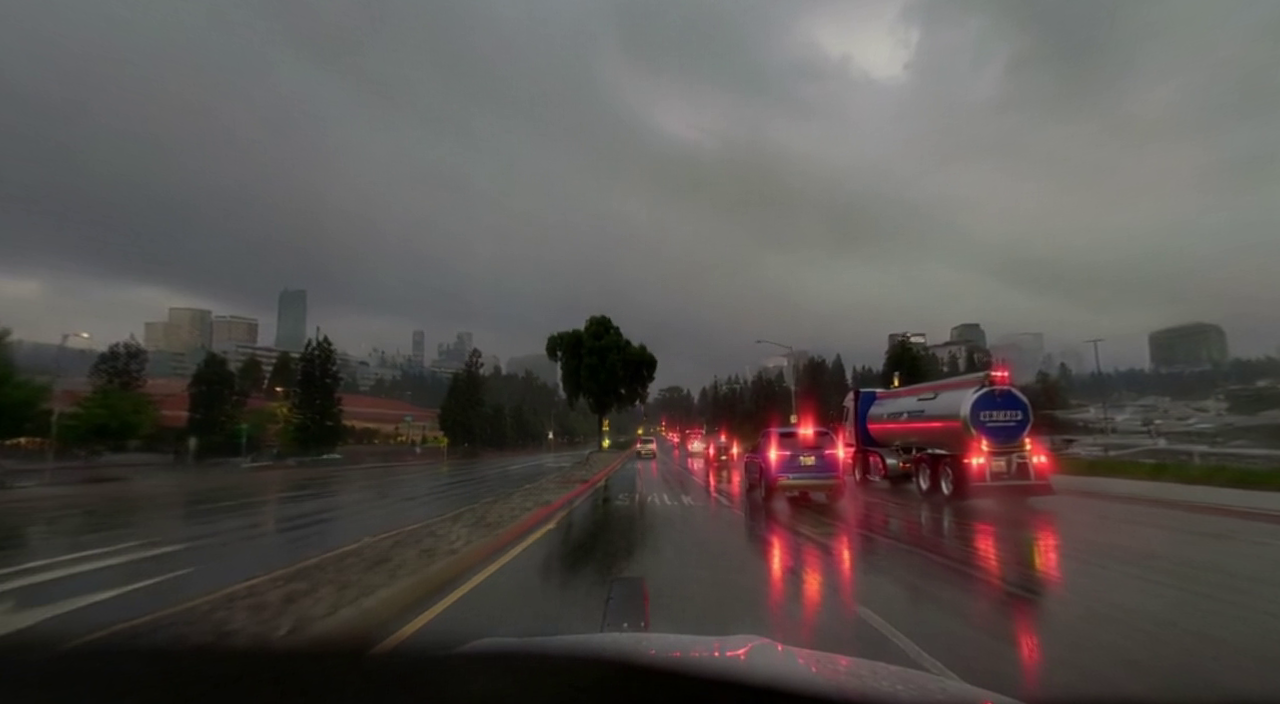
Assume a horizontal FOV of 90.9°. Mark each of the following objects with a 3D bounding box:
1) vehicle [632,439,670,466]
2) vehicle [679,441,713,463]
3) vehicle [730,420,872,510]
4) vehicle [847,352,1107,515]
[{"bbox_3d":[0.608,6.007,37.589,2.148,1.488,4.002,-1,-9,0],"label":"vehicle"},{"bbox_3d":[3.851,7.024,44.247,1.917,1.475,4.081,0,-9,-1],"label":"vehicle"},{"bbox_3d":[3.500,2.581,14.710,2.045,1.729,4.532,-1,-9,-1],"label":"vehicle"},{"bbox_3d":[7.761,2.098,15.781,2.849,3.207,6.275,-1,-9,-1],"label":"vehicle"}]
